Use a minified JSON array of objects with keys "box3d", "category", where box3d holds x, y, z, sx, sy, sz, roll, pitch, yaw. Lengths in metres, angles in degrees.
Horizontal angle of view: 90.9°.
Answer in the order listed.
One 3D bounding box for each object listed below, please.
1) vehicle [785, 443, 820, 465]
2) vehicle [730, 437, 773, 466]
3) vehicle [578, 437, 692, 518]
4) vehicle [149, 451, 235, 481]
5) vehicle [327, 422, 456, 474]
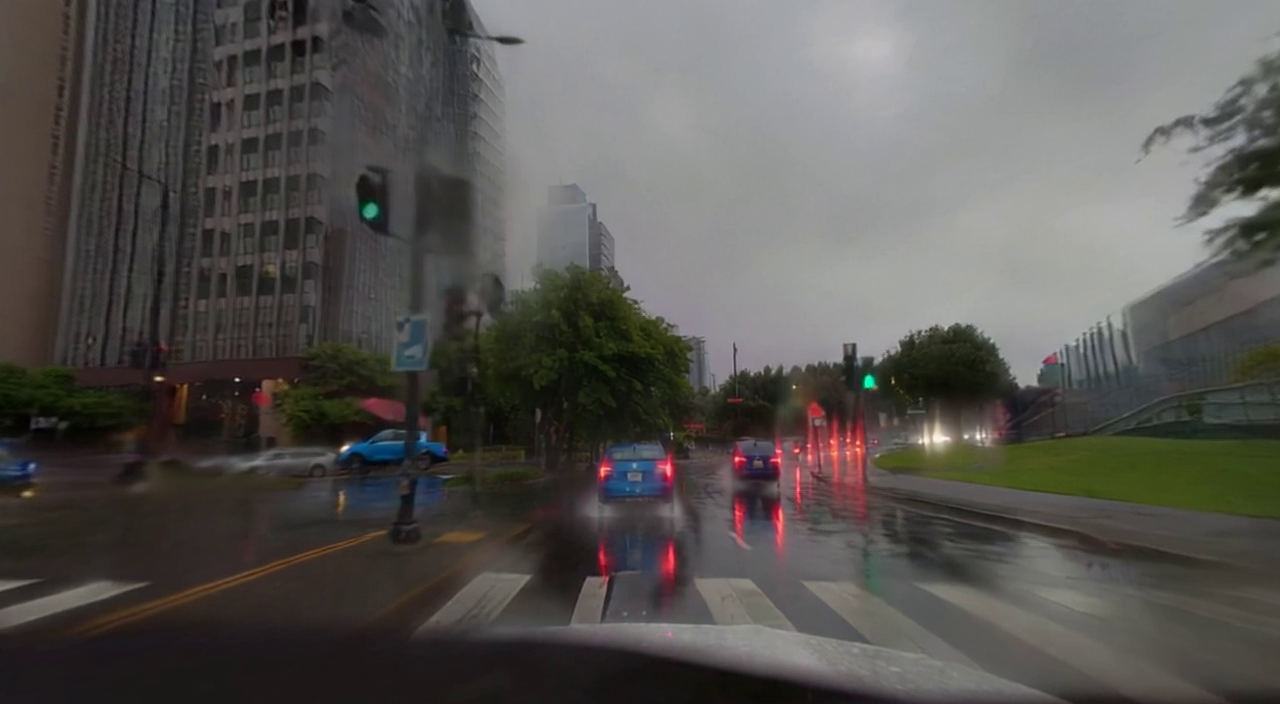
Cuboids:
[{"box3d":[12.190,7.590,47.246,1.822,1.555,3.574,-4,-9,25],"category":"vehicle"},{"box3d":[7.606,6.701,42.630,2.212,1.790,4.768,-3,-9,17],"category":"vehicle"},{"box3d":[-0.151,2.618,13.736,2.118,1.480,3.949,0,-8,-2],"category":"vehicle"},{"box3d":[-19.670,4.996,27.738,1.259,1.181,2.744,-5,-10,26],"category":"vehicle"},{"box3d":[-14.587,5.695,37.656,2.287,2.780,7.166,-5,-10,31],"category":"vehicle"}]
